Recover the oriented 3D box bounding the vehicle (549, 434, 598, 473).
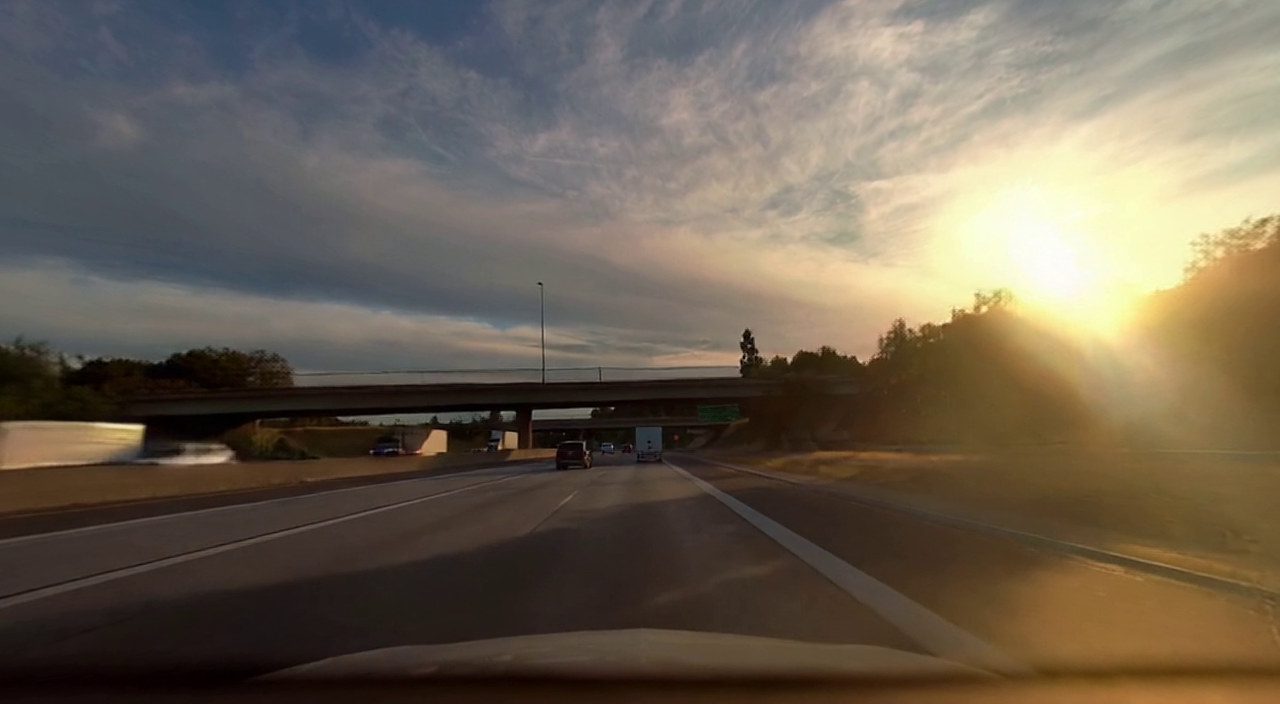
[{"bbox_3d":[-3.814,5.972,37.175,2.233,2.093,5.565,0,-9,0],"label":"vehicle"}]

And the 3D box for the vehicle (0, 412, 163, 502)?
[{"bbox_3d":[-24.056,4.142,25.002,2.981,3.143,9.174,0,-9,0],"label":"vehicle"}]

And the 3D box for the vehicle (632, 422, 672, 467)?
[{"bbox_3d":[0.791,6.926,47.205,2.790,3.075,7.414,0,-9,0],"label":"vehicle"}]
